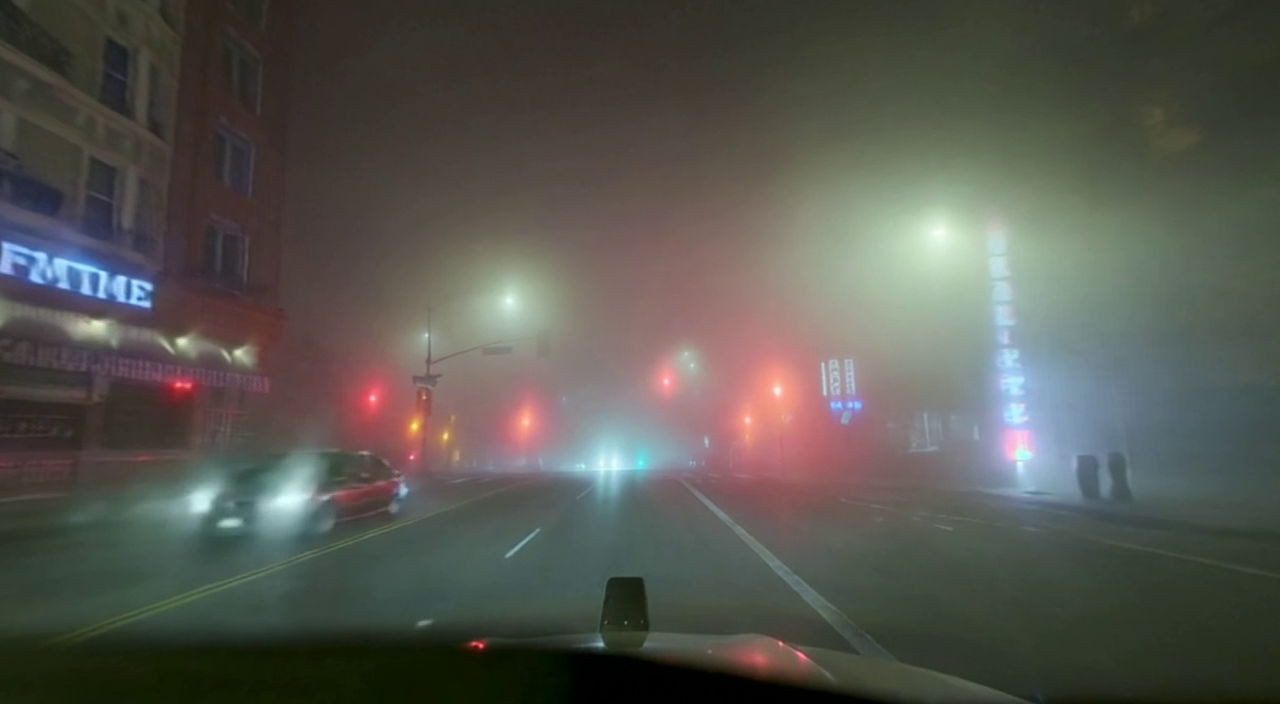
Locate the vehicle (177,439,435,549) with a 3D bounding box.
[{"bbox_3d":[-5.333,2.294,10.964,1.984,1.489,4.515,0,-9,0],"label":"vehicle"}]
